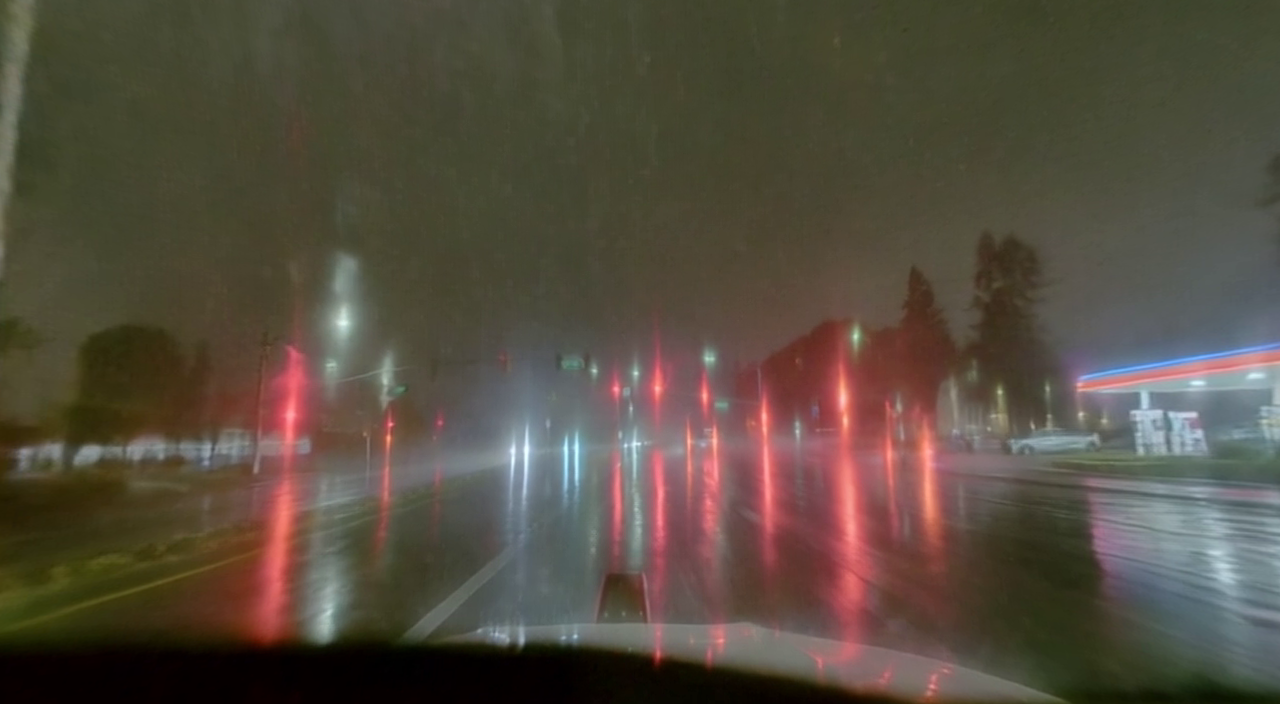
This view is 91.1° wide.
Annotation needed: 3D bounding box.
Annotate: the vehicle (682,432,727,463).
[{"bbox_3d":[3.734,5.598,36.906,2.090,1.717,4.063,0,-8,-1],"label":"vehicle"}]
